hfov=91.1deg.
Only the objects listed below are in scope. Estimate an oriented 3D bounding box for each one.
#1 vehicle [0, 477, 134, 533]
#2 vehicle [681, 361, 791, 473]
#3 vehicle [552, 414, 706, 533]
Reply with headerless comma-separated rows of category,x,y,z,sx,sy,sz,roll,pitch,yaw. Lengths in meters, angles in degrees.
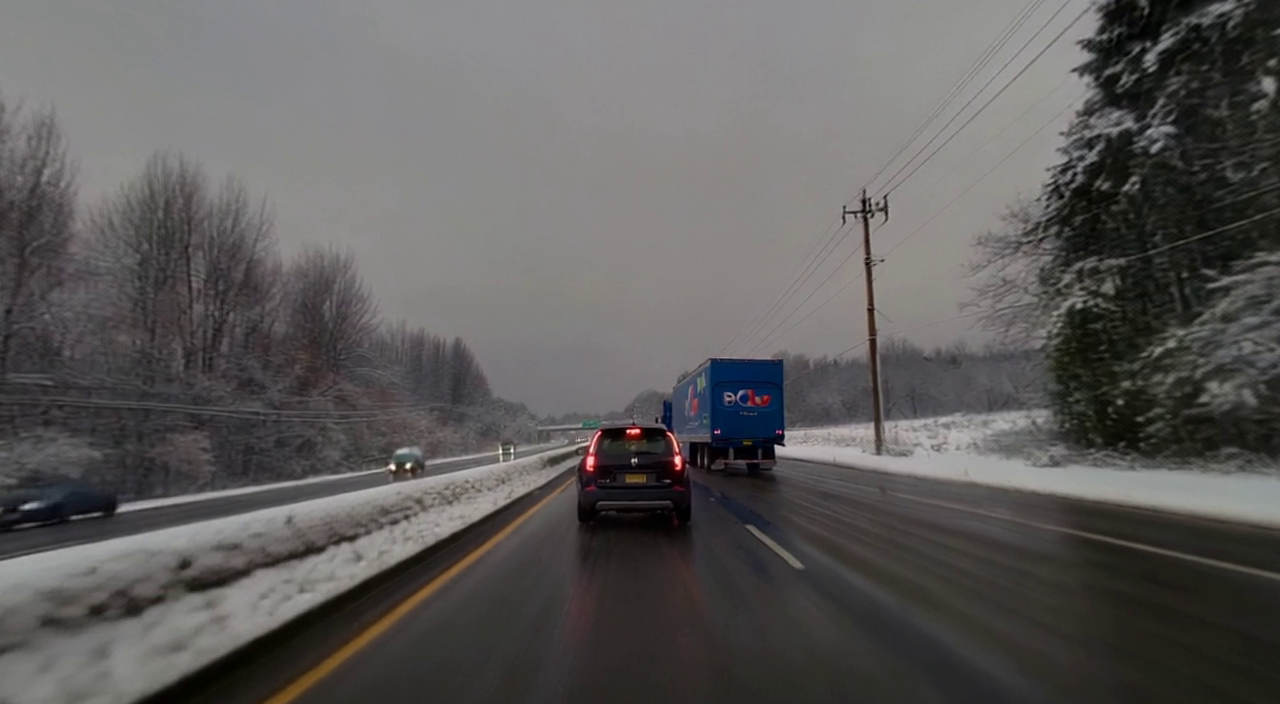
vehicle,-19.655,5.106,21.351,1.794,1.463,3.891,0,-8,-4
vehicle,3.600,2.827,26.217,2.835,3.872,8.916,0,-8,-2
vehicle,-0.185,1.903,10.455,2.062,1.581,3.914,0,-8,-1
